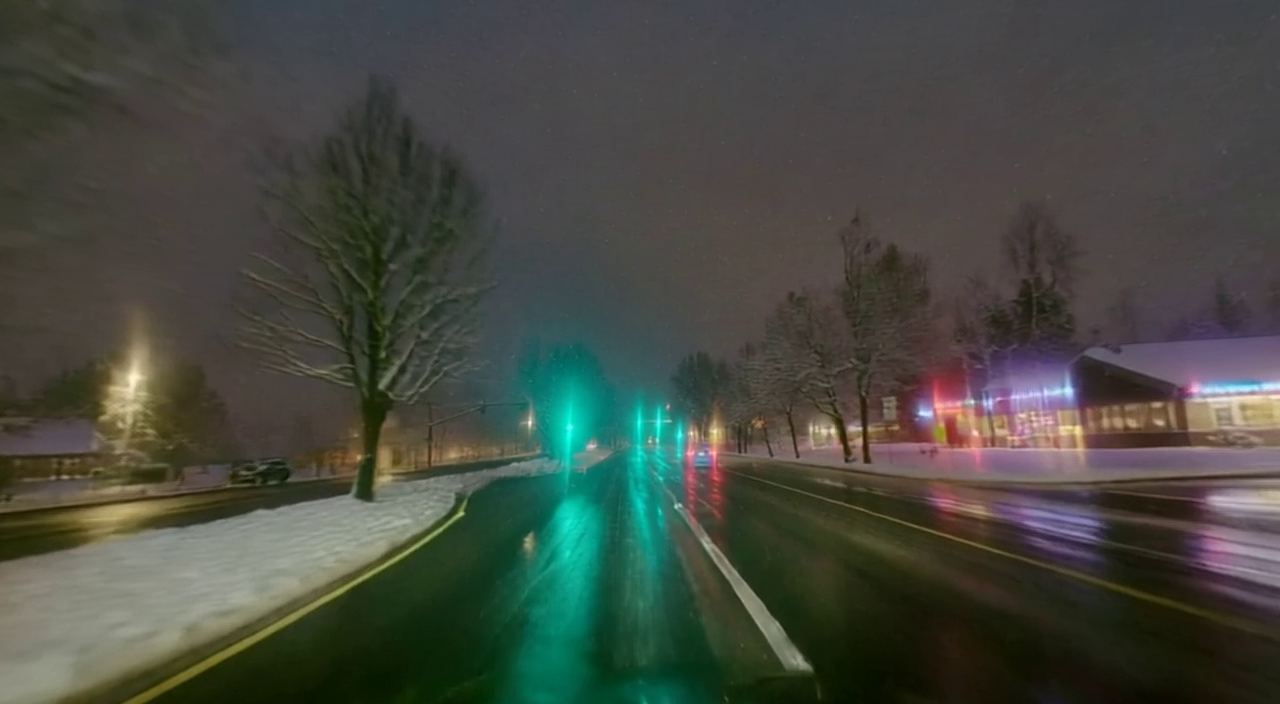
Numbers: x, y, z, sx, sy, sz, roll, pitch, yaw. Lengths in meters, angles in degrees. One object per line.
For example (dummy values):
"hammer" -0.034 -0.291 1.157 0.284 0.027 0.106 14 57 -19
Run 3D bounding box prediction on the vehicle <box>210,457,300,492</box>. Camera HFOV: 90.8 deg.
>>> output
"vehicle" -19.846 6.314 32.822 1.949 1.610 4.279 0 -8 0

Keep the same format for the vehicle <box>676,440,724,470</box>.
"vehicle" 2.971 5.225 32.177 1.929 1.411 4.284 0 -8 -1
